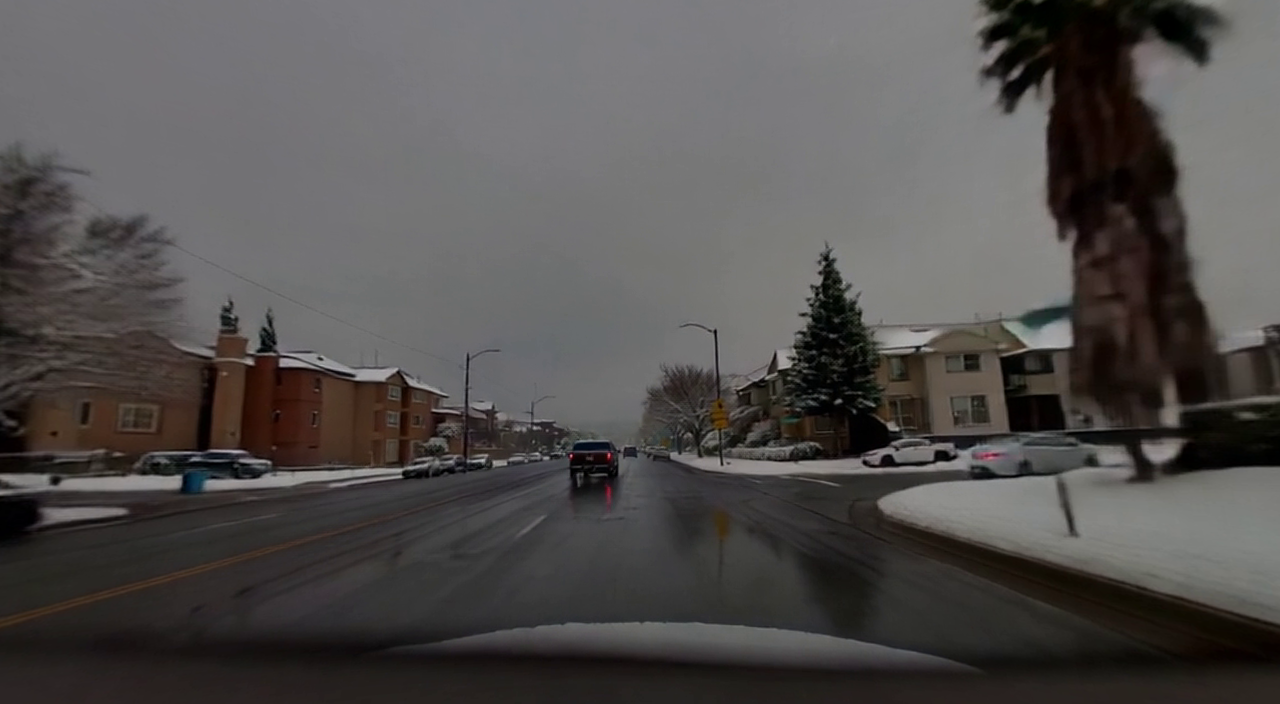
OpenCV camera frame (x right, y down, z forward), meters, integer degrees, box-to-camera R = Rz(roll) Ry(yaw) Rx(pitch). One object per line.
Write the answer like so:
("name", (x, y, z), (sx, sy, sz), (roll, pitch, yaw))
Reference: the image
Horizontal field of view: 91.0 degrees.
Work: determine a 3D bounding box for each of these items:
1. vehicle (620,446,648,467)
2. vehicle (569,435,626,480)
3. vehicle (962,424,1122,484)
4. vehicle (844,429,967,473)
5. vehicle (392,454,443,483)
("vehicle", (-0.441, 8.055, 48.642), (2.077, 1.504, 3.992), (0, -9, -1))
("vehicle", (-1.755, 4.636, 27.916), (1.994, 1.810, 5.057), (0, -9, 2))
("vehicle", (12.495, 3.183, 19.745), (3.778, 1.744, 1.804), (1, -9, -5))
("vehicle", (12.543, 4.696, 29.993), (4.873, 1.624, 1.924), (-4, -9, -2))
("vehicle", (-14.431, 7.538, 41.023), (1.884, 1.451, 4.435), (-4, -7, -3))
